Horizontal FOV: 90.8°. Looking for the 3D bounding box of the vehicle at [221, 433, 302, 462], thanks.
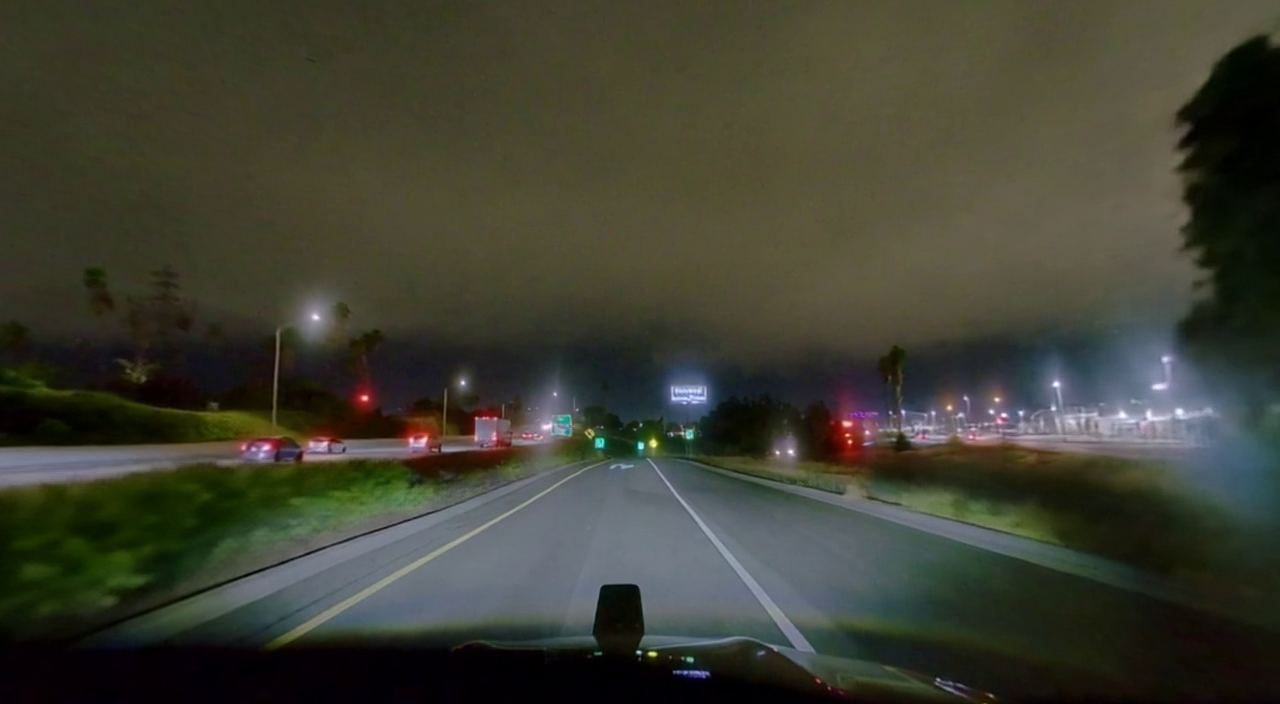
[{"bbox_3d":[-21.229,5.356,35.640,1.933,1.496,4.516,0,-8,-3],"label":"vehicle"}]
